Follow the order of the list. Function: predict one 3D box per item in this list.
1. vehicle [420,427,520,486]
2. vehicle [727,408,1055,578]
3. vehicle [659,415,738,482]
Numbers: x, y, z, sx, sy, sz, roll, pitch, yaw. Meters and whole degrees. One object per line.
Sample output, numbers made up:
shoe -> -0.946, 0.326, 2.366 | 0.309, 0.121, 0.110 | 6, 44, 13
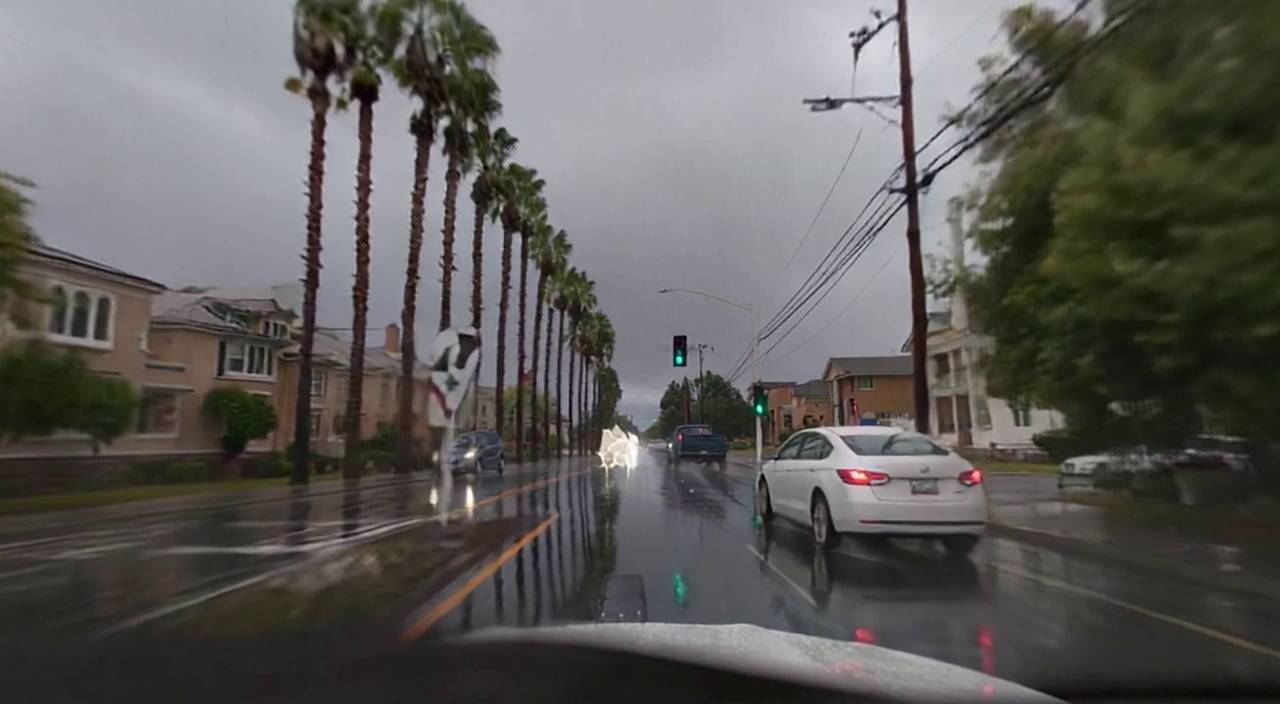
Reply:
vehicle -> -6.165, 3.780, 23.445 | 2.069, 1.820, 4.388 | -3, -6, 6
vehicle -> 2.676, 1.651, 8.200 | 2.096, 1.552, 4.519 | 1, -9, -5
vehicle -> 1.839, 3.272, 21.472 | 2.109, 2.002, 4.424 | 0, -9, -2
